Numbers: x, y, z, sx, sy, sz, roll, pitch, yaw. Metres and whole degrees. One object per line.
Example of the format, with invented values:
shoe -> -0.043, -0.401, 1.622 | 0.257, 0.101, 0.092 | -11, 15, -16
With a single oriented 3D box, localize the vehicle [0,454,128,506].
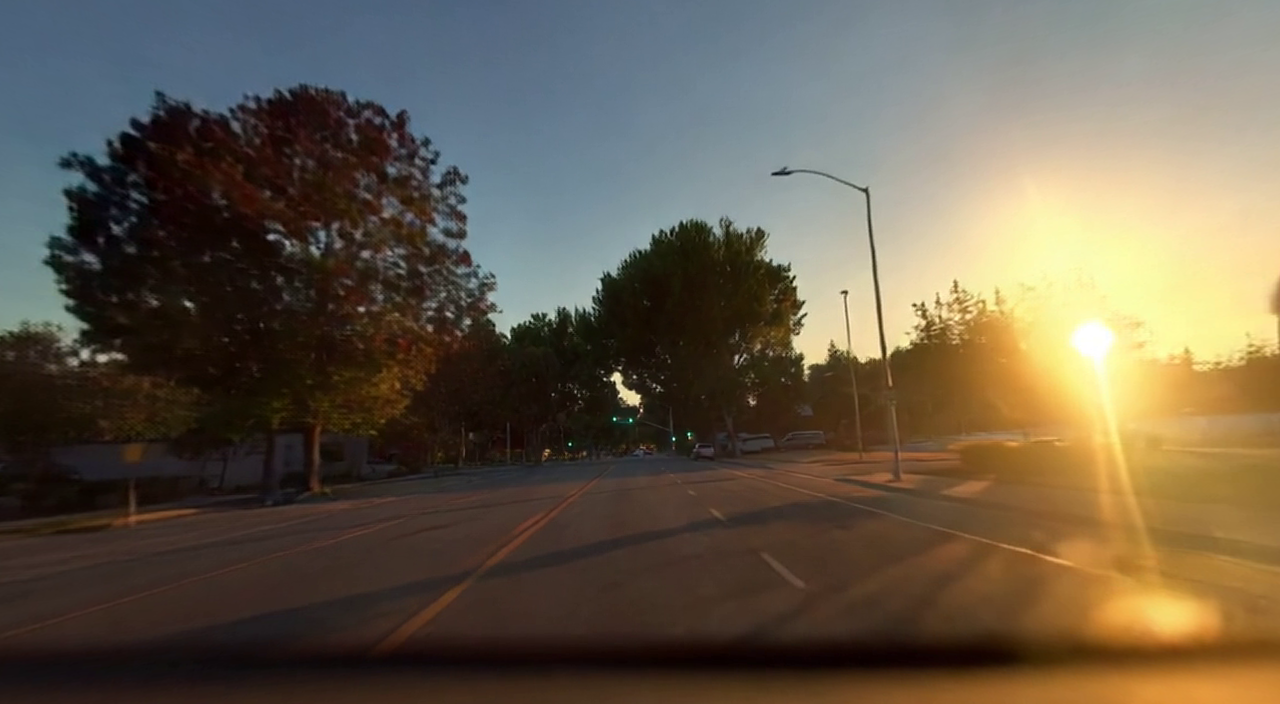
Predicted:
vehicle -> -26.444, 5.535, 27.352 | 6.500, 1.985, 2.363 | 5, -10, -38
